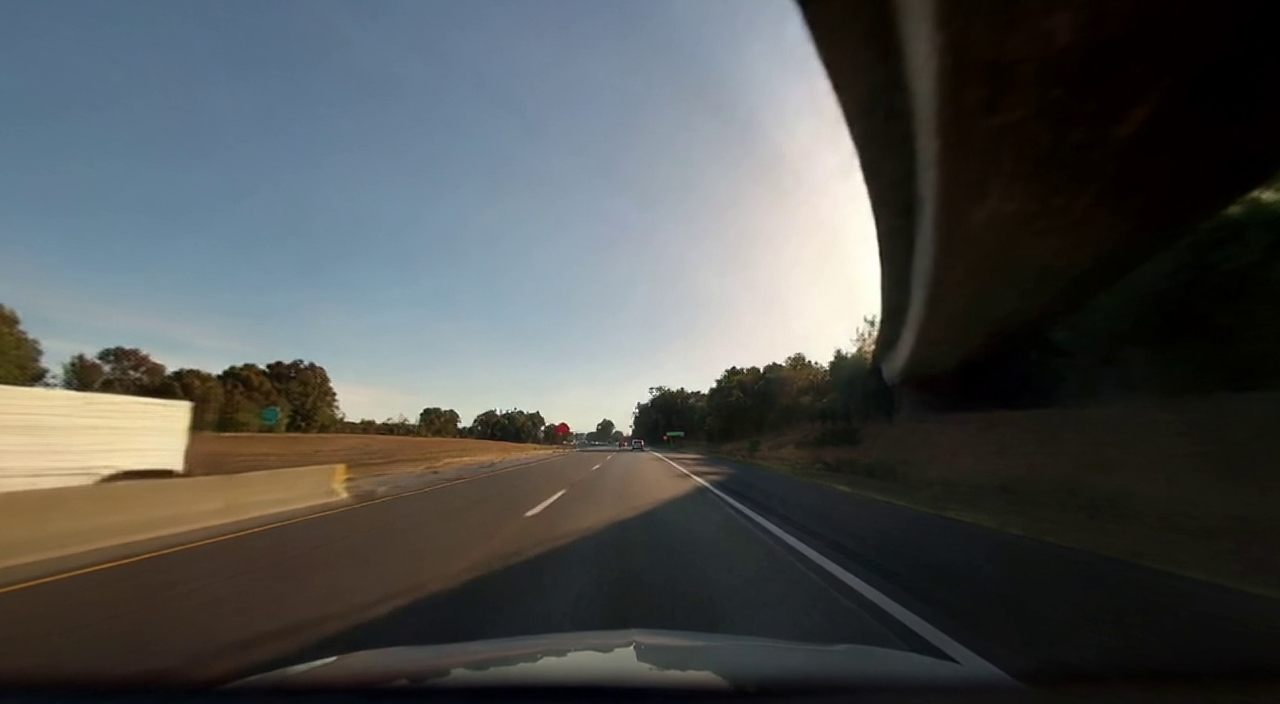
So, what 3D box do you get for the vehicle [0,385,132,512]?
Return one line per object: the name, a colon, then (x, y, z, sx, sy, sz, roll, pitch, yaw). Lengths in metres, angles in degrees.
vehicle: (-17.206, 2.437, 15.811, 2.858, 3.086, 7.172, 0, -8, -1)
